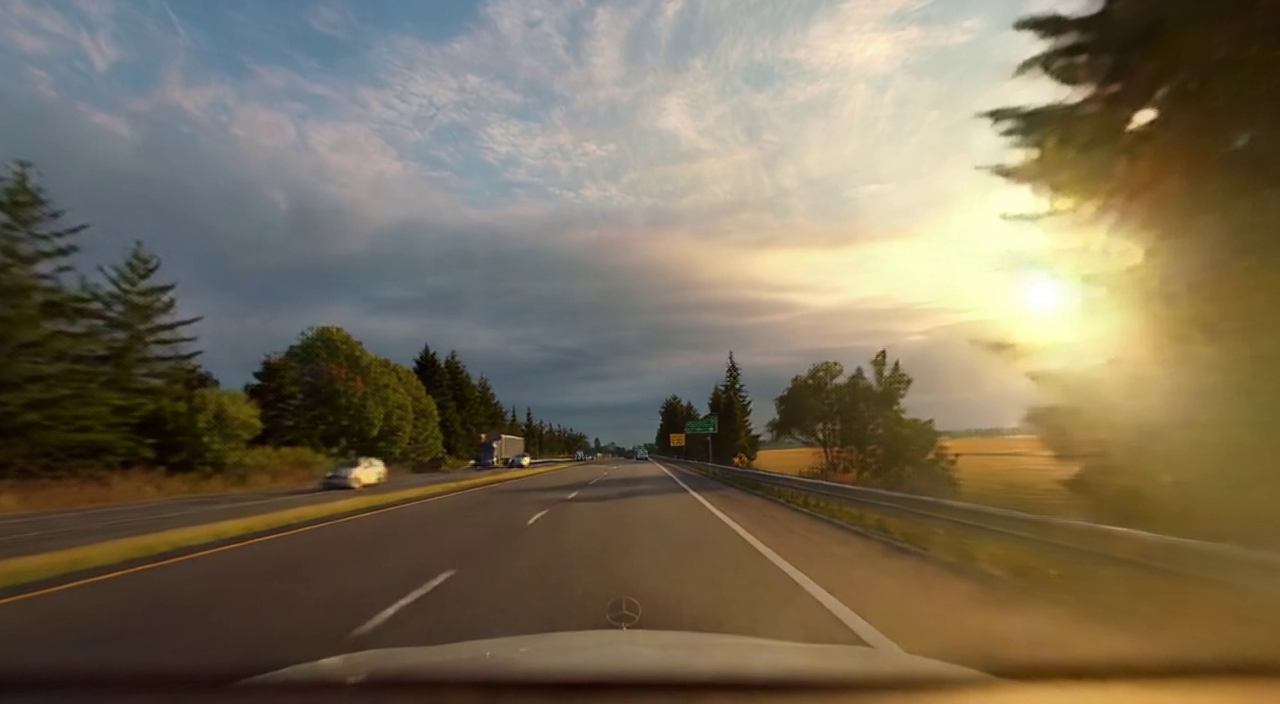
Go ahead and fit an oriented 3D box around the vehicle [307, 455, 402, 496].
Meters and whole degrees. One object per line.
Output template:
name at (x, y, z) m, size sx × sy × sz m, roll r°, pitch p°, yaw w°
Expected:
vehicle at (-11.840, 5.137, 26.490) m, size 2.091 × 1.567 × 3.917 m, roll 0°, pitch -9°, yaw 0°
